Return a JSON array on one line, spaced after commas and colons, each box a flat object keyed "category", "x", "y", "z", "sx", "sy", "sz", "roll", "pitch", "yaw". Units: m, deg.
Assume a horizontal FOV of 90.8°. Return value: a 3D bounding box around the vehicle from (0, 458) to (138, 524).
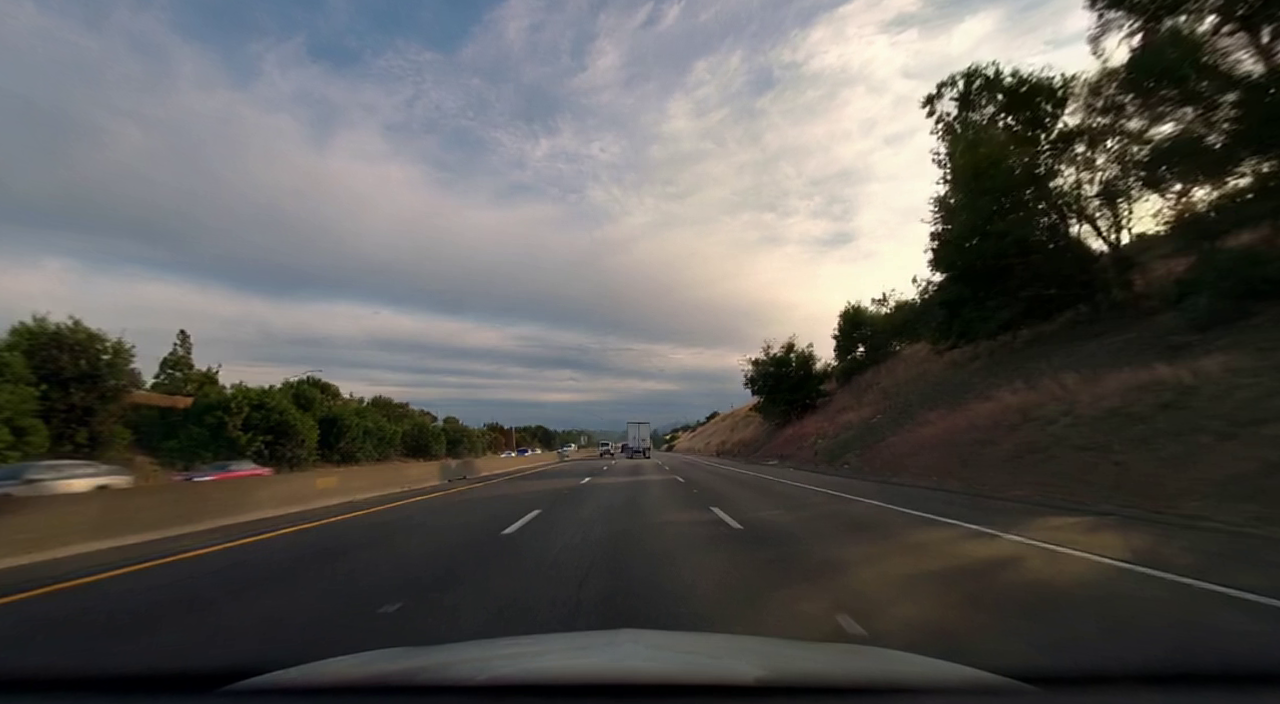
[{"category": "vehicle", "x": -16.075, "y": 3.563, "z": 16.547, "sx": 2.036, "sy": 1.500, "sz": 4.625, "roll": 0, "pitch": -9, "yaw": 0}]
